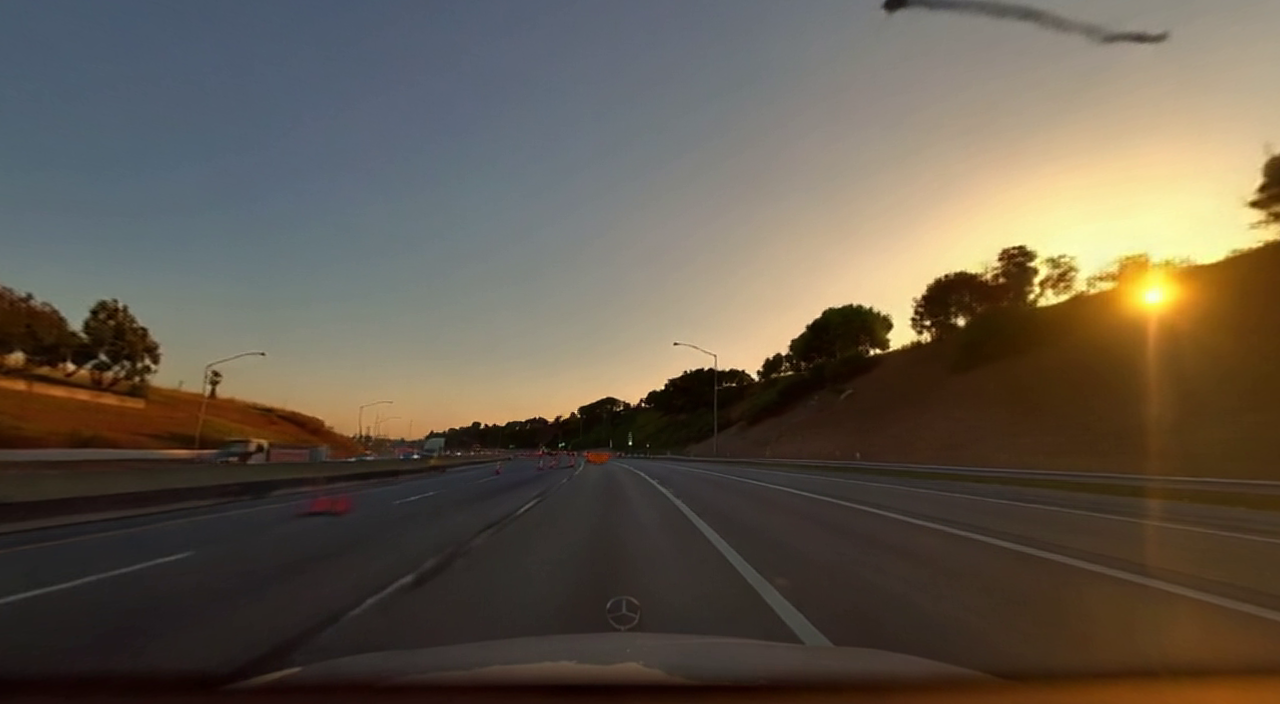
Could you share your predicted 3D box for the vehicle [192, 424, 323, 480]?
[{"bbox_3d":[-18.264,4.928,30.643,2.450,2.180,6.404,6,-11,-2],"label":"vehicle"}]
